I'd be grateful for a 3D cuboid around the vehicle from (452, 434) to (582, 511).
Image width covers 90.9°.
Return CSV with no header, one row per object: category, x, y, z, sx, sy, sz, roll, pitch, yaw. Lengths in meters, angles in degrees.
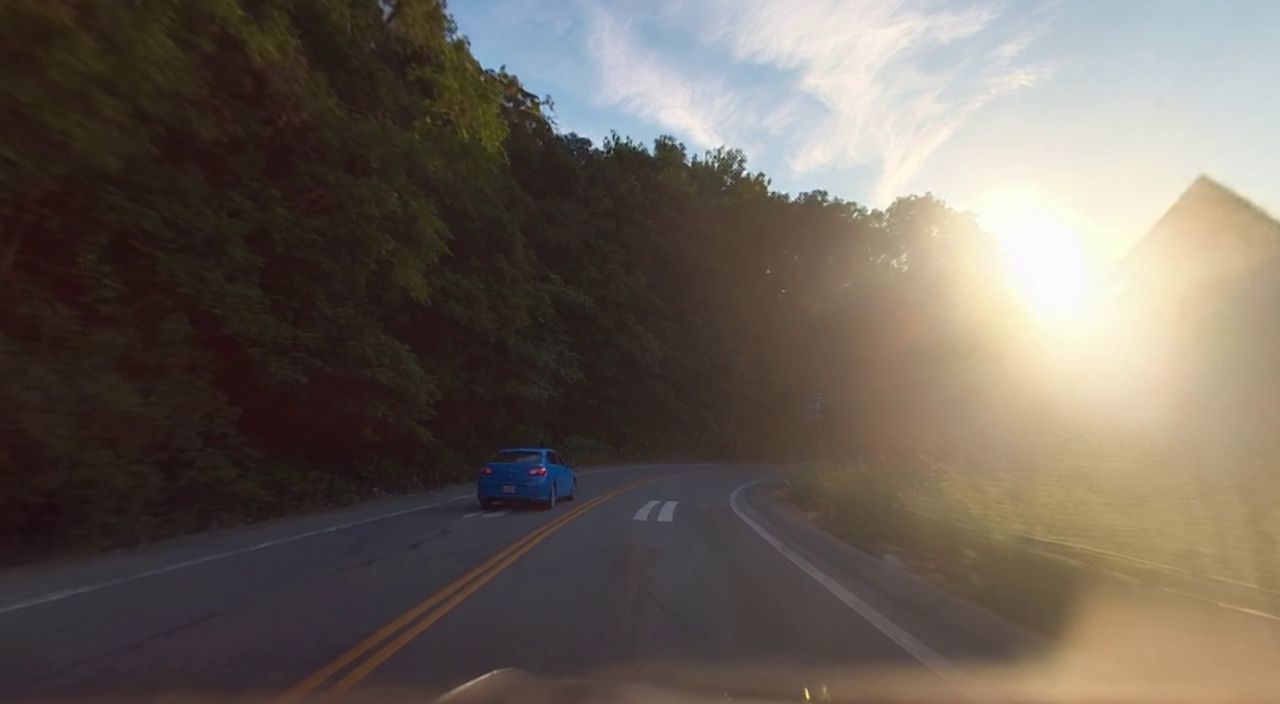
vehicle,-2.784,2.866,15.307,2.078,1.607,3.959,-1,-9,4
